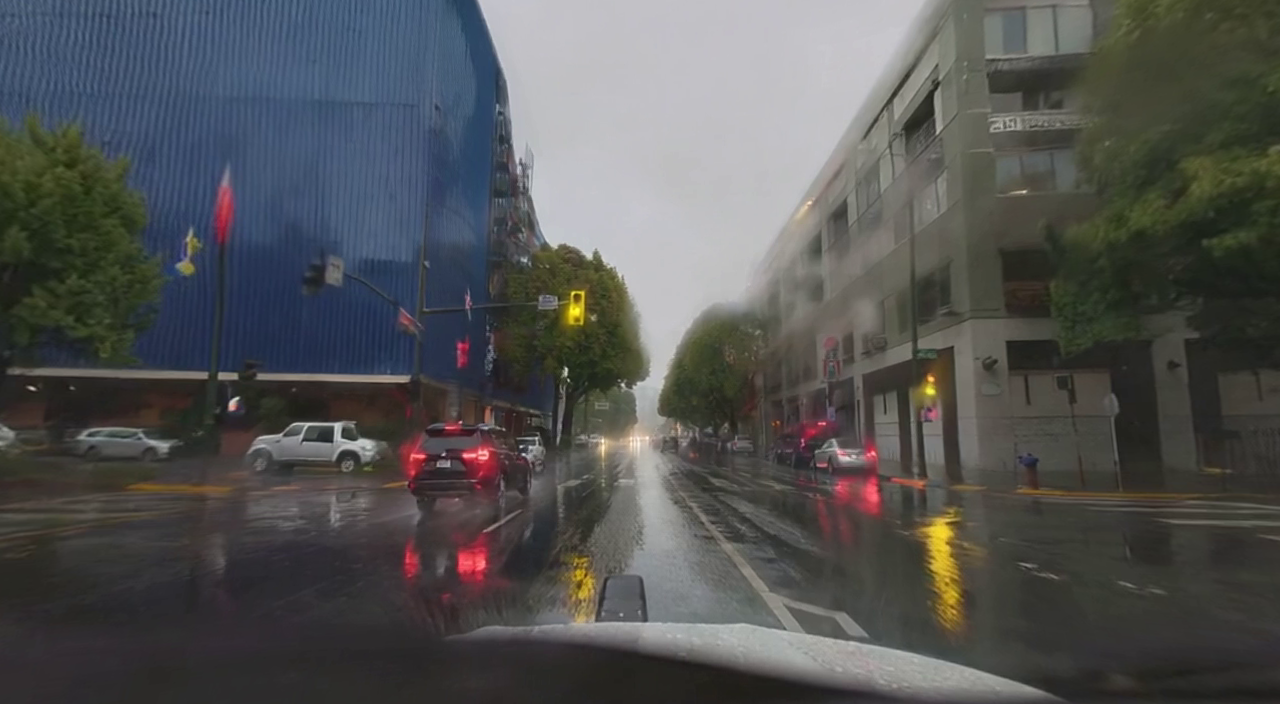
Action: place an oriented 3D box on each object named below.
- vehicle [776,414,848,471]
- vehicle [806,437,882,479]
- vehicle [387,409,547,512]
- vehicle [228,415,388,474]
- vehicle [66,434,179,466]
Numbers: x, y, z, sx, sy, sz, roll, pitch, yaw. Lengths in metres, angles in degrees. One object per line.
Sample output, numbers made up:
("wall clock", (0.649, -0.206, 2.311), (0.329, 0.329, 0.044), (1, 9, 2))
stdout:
("vehicle", (9.084, 4.895, 33.993), (2.285, 2.778, 5.847), (0, -9, 1))
("vehicle", (8.826, 4.622, 27.755), (1.854, 1.663, 4.300), (0, -9, 0))
("vehicle", (-3.322, 2.211, 13.187), (2.002, 1.756, 4.366), (0, -9, 1))
("vehicle", (-13.524, 3.806, 26.044), (5.188, 2.293, 2.381), (0, -9, -1))
("vehicle", (-25.220, 4.769, 30.857), (3.998, 1.423, 1.754), (0, -6, 2))
